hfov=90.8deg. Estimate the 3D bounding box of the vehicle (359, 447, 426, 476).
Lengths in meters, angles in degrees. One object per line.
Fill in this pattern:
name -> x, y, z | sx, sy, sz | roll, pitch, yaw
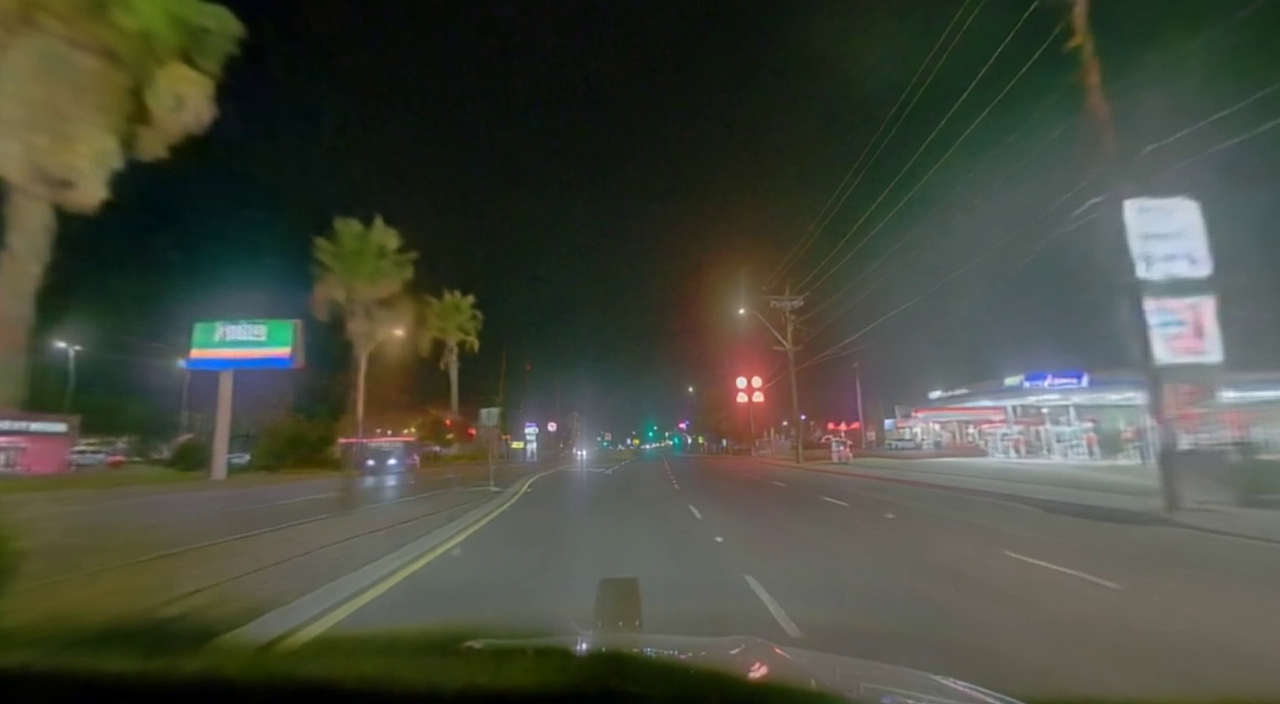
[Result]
vehicle -> -14.023, 6.209, 36.125 | 1.924, 1.528, 4.416 | 0, -8, 1
